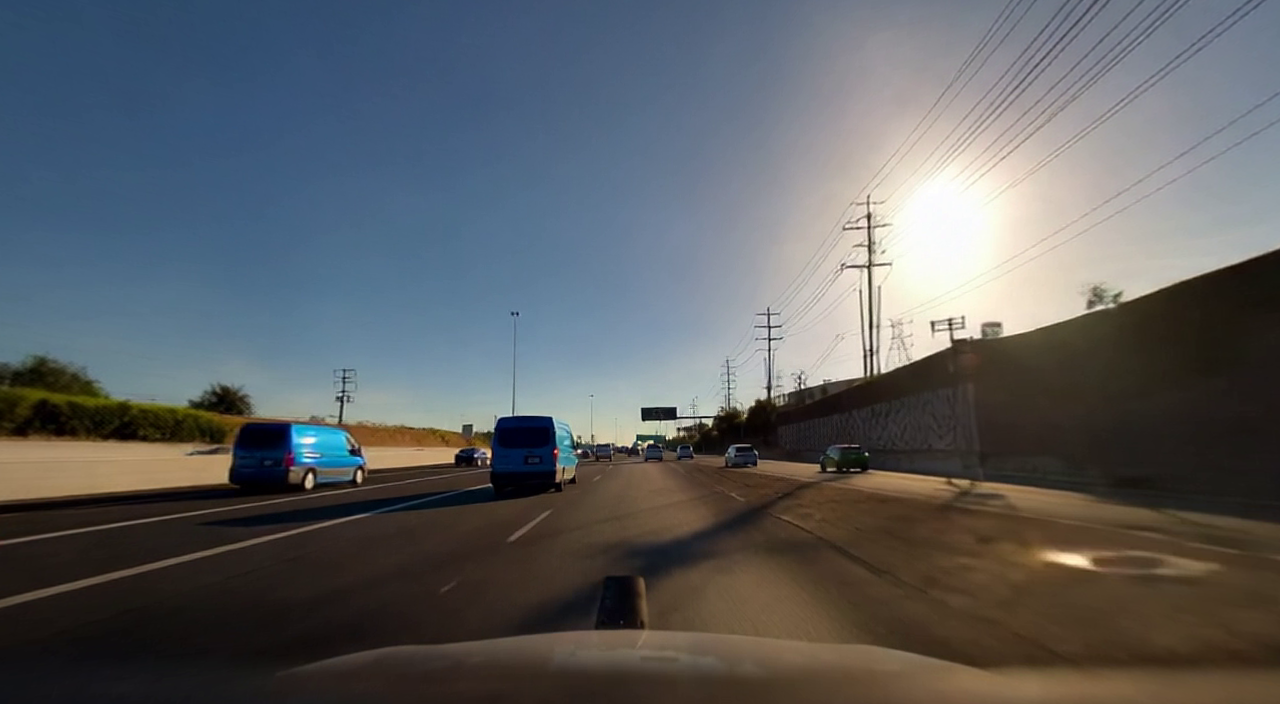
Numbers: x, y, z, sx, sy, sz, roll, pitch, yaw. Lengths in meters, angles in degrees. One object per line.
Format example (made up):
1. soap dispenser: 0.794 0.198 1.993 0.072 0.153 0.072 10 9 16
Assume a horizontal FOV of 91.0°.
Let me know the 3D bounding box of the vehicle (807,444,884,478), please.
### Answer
1. vehicle: 9.719 5.193 30.203 2.052 1.470 4.364 0 -9 -3

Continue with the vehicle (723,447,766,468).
1. vehicle: 7.728 7.828 46.884 2.095 1.504 4.536 0 -9 -4

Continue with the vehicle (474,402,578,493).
1. vehicle: -3.660 3.258 21.572 2.395 2.660 5.827 0 -9 0

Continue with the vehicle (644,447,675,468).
1. vehicle: 1.418 7.915 47.533 2.084 1.492 4.137 0 -9 -1

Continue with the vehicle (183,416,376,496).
1. vehicle: -11.295 3.354 20.606 2.596 2.162 6.328 0 -9 -1
